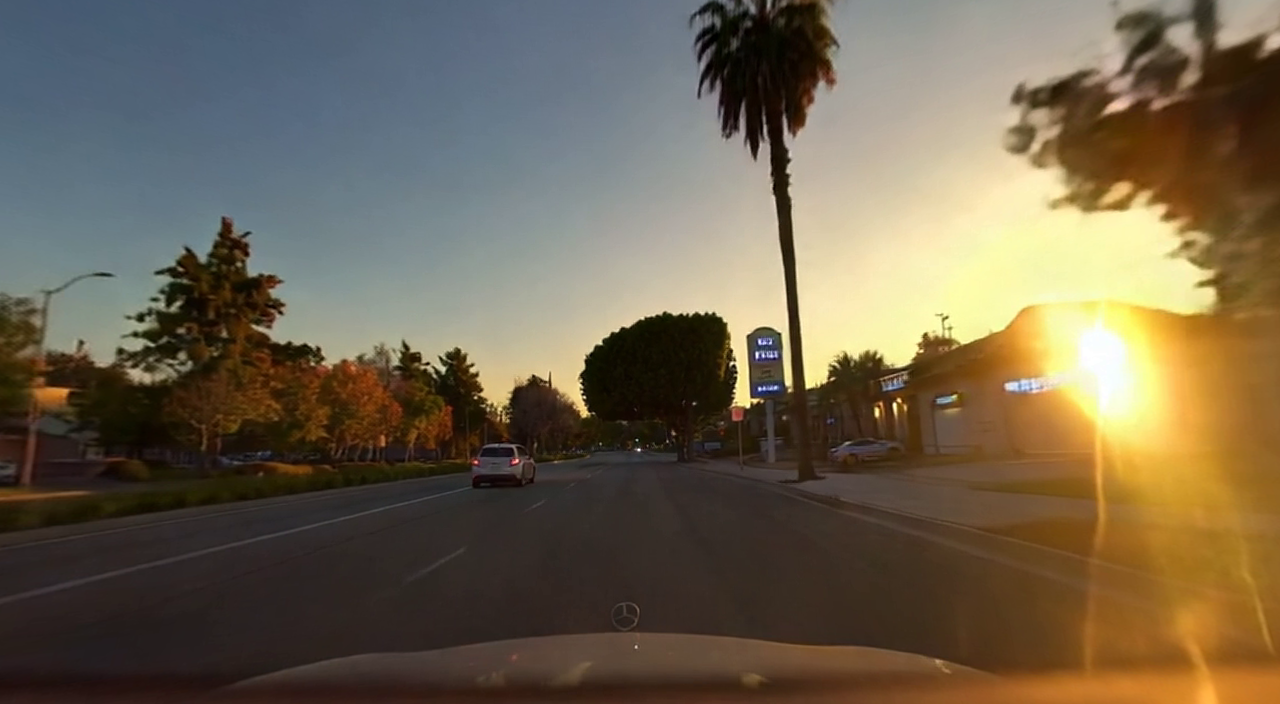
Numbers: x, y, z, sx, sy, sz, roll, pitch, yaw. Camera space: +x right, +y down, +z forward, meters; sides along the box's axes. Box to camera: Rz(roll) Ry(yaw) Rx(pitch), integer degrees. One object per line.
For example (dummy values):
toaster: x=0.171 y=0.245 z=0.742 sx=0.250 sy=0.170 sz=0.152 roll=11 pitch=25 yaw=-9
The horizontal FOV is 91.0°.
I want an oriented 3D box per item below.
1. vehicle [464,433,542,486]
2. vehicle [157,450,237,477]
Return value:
vehicle: x=-5.214 y=4.151 z=24.585 sx=2.136 sy=1.844 sz=4.363 roll=0 pitch=-8 yaw=-1
vehicle: x=-34.318 y=8.623 z=48.802 sx=4.863 sy=1.903 sz=2.481 roll=-3 pitch=-9 yaw=18
